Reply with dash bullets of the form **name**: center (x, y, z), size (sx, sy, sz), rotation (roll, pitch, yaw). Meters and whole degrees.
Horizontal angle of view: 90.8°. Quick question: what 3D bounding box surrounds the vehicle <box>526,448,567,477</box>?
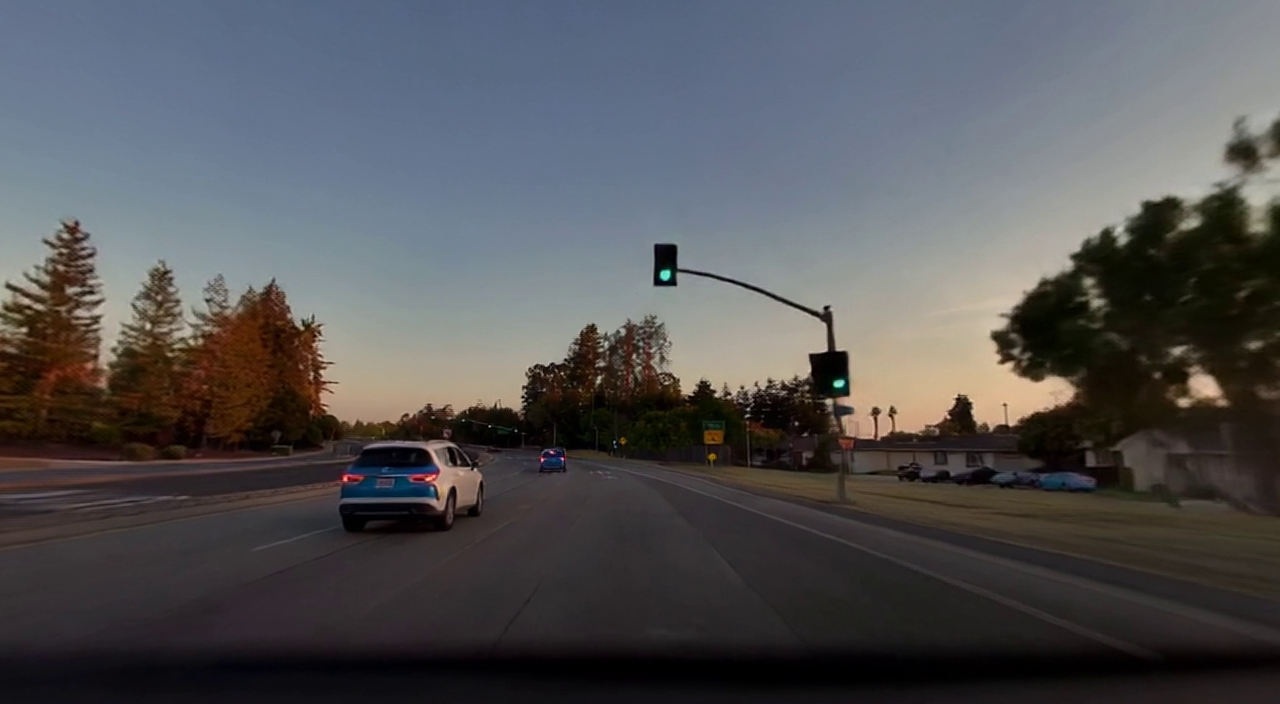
- **vehicle**: center (-5.159, 6.149, 35.276), size (1.904, 1.476, 3.736), rotation (0, -8, -4)

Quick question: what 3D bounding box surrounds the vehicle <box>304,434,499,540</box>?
- **vehicle**: center (-4.234, 2.443, 12.207), size (2.098, 1.613, 4.606), rotation (0, -8, -2)
